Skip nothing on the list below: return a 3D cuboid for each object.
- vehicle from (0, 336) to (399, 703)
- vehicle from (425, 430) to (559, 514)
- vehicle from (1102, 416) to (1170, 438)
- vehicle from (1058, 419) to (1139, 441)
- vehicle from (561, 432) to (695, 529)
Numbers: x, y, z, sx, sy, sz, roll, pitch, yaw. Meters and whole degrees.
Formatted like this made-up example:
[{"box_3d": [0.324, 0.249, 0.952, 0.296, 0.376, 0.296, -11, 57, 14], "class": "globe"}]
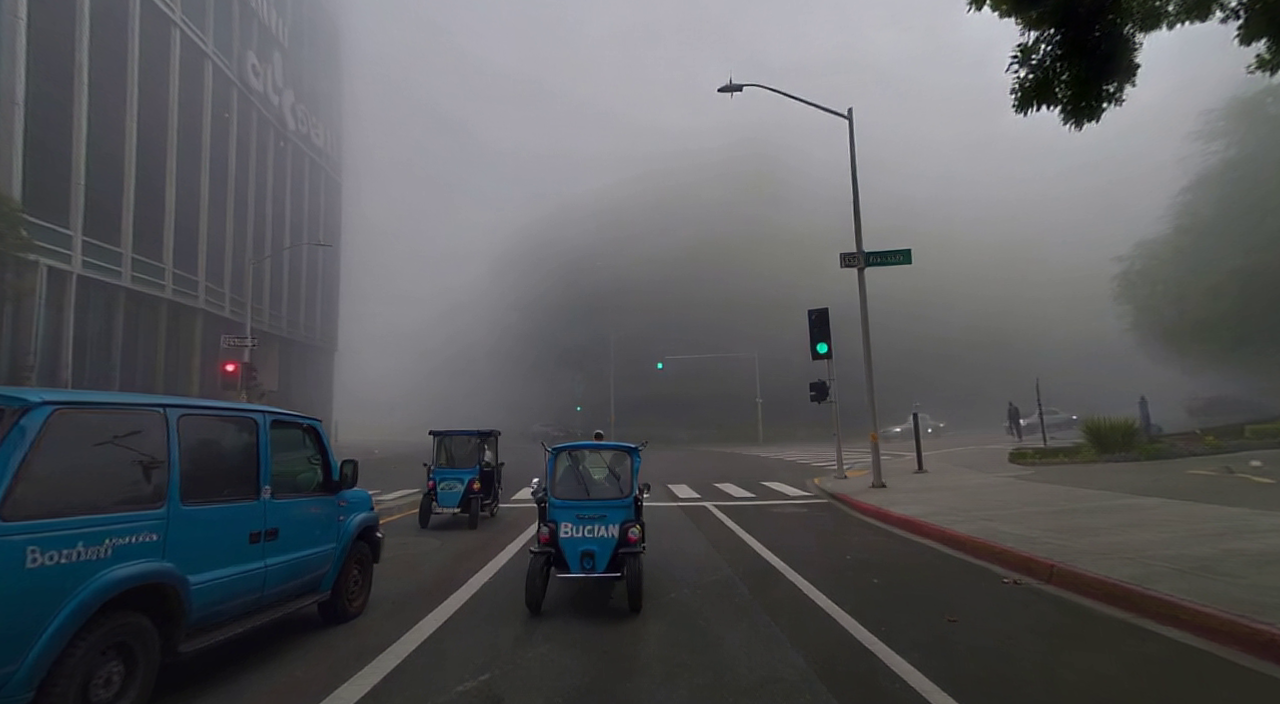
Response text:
[{"box_3d": [-3.615, 1.130, 4.453, 2.000, 1.809, 4.405, 0, -8, 0], "class": "vehicle"}, {"box_3d": [-3.171, 2.658, 14.407, 1.935, 1.615, 4.073, -1, -8, 2], "class": "vehicle"}, {"box_3d": [36.780, 5.598, 46.572, 1.625, 1.449, 3.557, 6, -11, -38], "class": "vehicle"}, {"box_3d": [30.717, 5.272, 42.111, 1.751, 1.420, 4.027, 8, -12, -43], "class": "vehicle"}, {"box_3d": [-0.147, 2.270, 11.657, 2.025, 1.458, 4.085, 0, -8, 1], "class": "vehicle"}]
